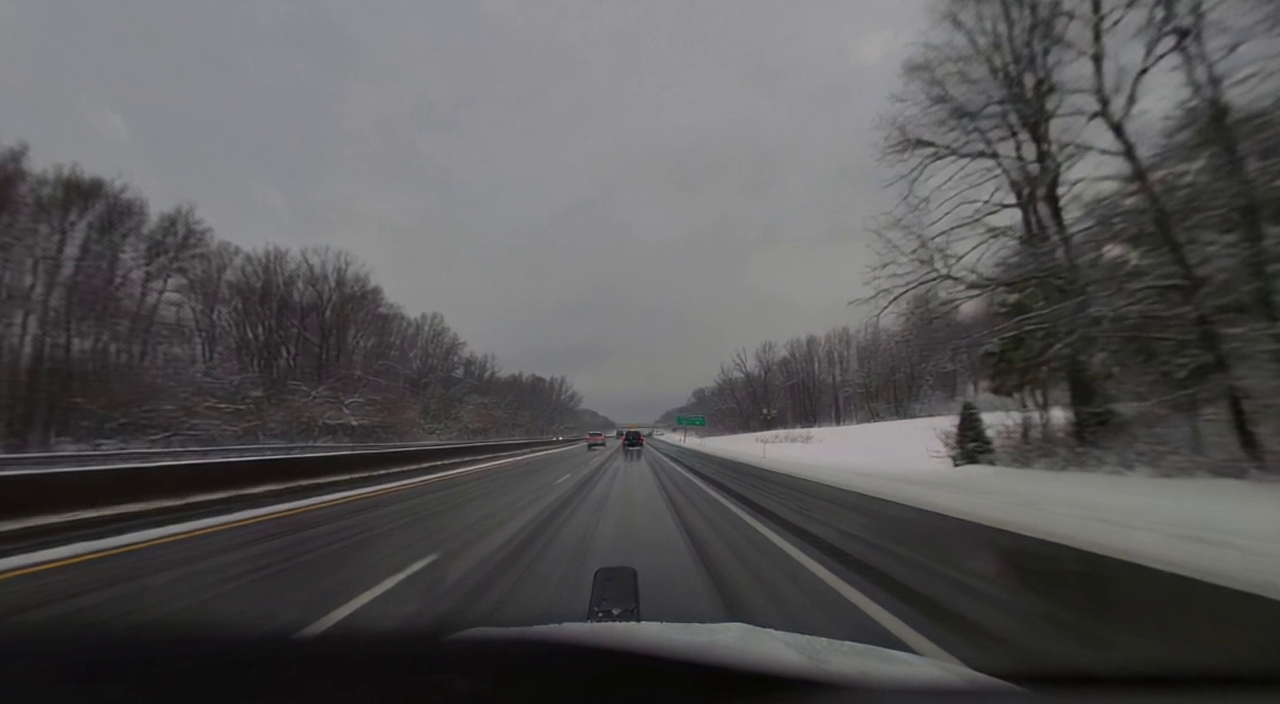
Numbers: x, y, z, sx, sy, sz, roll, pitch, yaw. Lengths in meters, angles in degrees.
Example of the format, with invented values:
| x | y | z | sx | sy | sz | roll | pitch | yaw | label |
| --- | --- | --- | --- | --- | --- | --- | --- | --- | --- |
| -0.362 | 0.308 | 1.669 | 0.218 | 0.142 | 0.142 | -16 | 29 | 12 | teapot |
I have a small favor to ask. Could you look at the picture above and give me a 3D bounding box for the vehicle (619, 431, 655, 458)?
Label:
| x | y | z | sx | sy | sz | roll | pitch | yaw | label |
| --- | --- | --- | --- | --- | --- | --- | --- | --- | --- |
| -0.207 | 5.902 | 40.381 | 2.134 | 1.654 | 4.174 | 0 | -8 | -1 | vehicle |
